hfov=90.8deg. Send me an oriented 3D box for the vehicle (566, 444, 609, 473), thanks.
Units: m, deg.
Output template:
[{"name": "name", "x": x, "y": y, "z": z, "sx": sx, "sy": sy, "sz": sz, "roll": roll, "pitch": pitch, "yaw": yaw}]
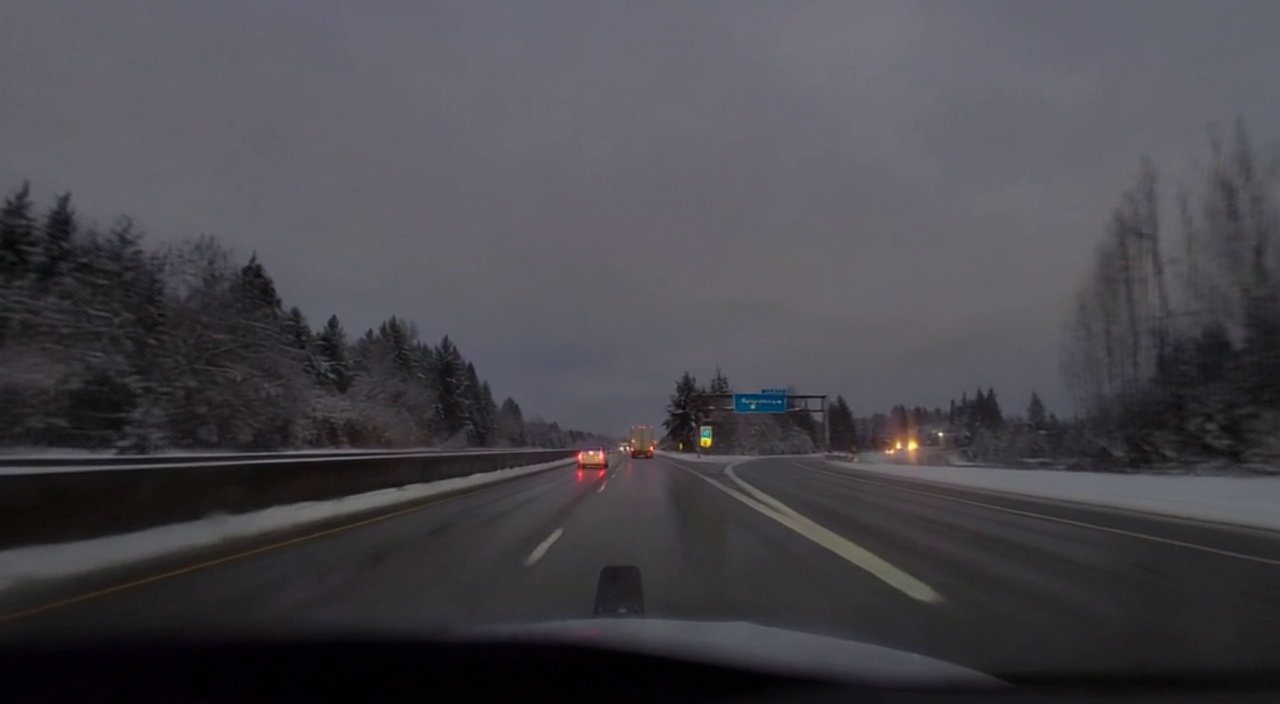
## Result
[{"name": "vehicle", "x": -3.072, "y": 6.352, "z": 37.699, "sx": 2.184, "sy": 1.574, "sz": 5.004, "roll": 0, "pitch": -9, "yaw": 0}]
